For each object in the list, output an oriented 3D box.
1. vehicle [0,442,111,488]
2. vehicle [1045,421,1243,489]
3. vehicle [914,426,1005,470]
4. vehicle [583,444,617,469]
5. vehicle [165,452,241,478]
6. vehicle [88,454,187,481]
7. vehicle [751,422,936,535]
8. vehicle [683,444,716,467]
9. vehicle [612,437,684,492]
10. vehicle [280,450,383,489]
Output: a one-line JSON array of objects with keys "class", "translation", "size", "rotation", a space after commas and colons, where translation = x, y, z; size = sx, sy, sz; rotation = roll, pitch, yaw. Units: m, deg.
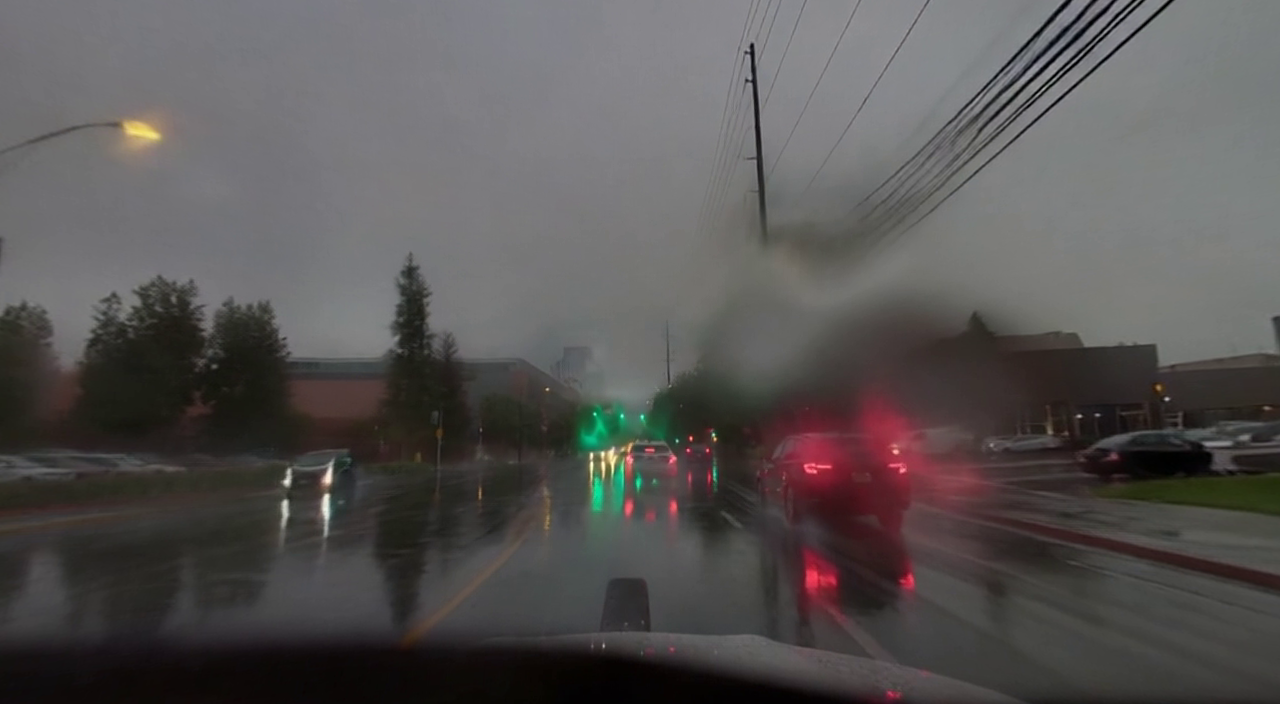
[{"class": "vehicle", "translation": [-23.485, 4.274, 24.037], "size": [4.739, 1.635, 2.030], "rotation": [0, -8, 1]}, {"class": "vehicle", "translation": [13.425, 2.777, 17.227], "size": [1.899, 1.602, 4.297], "rotation": [-1, -9, 2]}, {"class": "vehicle", "translation": [14.440, 4.369, 28.818], "size": [2.146, 1.837, 4.512], "rotation": [-1, -9, 6]}, {"class": "vehicle", "translation": [-2.638, 6.753, 40.952], "size": [2.104, 1.488, 4.546], "rotation": [0, -9, -5]}, {"class": "vehicle", "translation": [-30.376, 7.817, 43.985], "size": [1.903, 1.649, 4.654], "rotation": [0, -9, 1]}, {"class": "vehicle", "translation": [-30.412, 6.993, 38.391], "size": [1.951, 1.459, 4.803], "rotation": [-1, -9, 2]}, {"class": "vehicle", "translation": [3.536, 2.287, 12.014], "size": [2.024, 1.711, 4.512], "rotation": [0, -9, 0]}, {"class": "vehicle", "translation": [4.171, 7.263, 44.438], "size": [1.880, 1.503, 4.130], "rotation": [0, -9, -1]}, {"class": "vehicle", "translation": [0.268, 3.727, 21.284], "size": [2.200, 1.653, 4.127], "rotation": [0, -9, 1]}, {"class": "vehicle", "translation": [-13.642, 5.187, 27.810], "size": [4.290, 1.510, 2.006], "rotation": [-8, -11, 30]}]
